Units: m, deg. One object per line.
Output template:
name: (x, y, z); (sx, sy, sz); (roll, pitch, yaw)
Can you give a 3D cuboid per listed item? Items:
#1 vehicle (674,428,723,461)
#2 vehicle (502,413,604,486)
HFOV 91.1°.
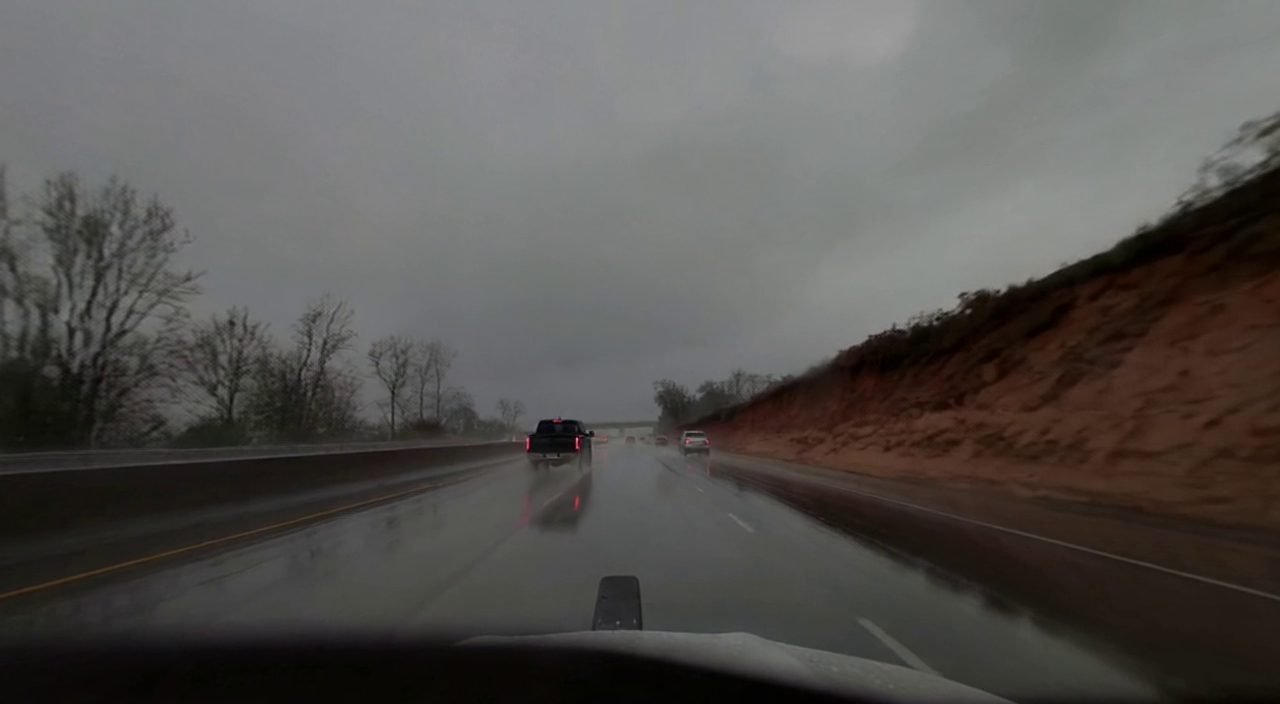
vehicle: (3.140, 5.049, 34.517); (2.124, 1.696, 4.173); (0, -8, -2)
vehicle: (-2.257, 2.692, 17.716); (2.185, 1.772, 4.656); (0, -8, 0)
